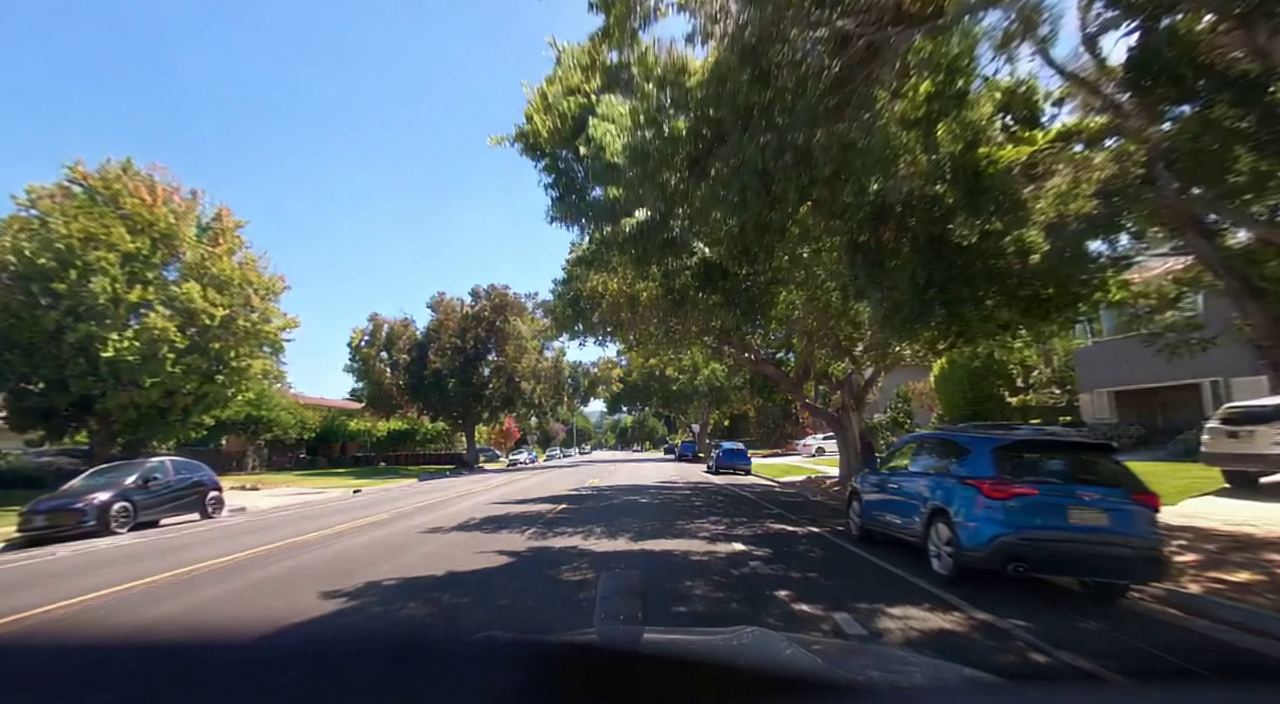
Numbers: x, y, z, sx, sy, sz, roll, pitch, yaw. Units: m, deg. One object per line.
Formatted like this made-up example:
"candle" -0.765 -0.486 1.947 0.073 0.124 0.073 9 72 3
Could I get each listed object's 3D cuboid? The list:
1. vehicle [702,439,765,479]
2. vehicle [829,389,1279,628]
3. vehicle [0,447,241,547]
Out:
"vehicle" 4.175 4.885 29.118 2.173 1.656 4.514 0 -8 -1
"vehicle" 4.024 1.565 7.341 2.139 1.827 4.791 0 -9 0
"vehicle" -11.232 3.018 13.911 2.077 1.822 4.305 0 -8 -1
